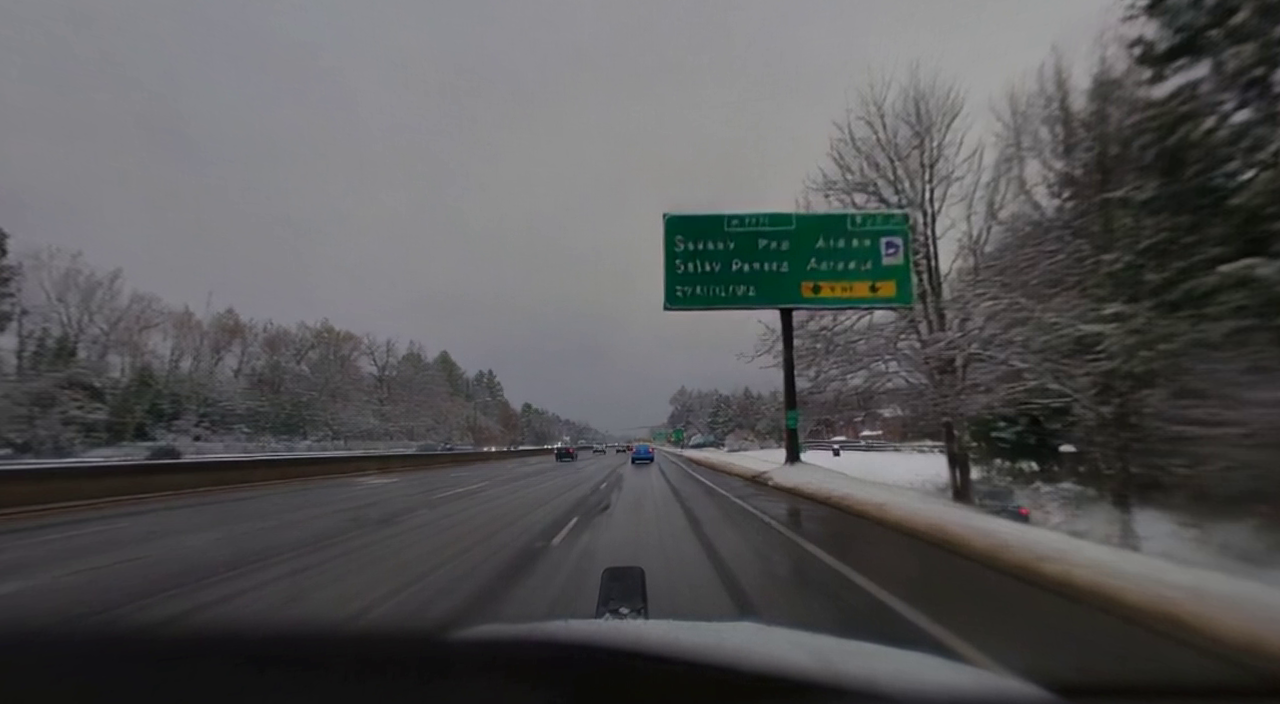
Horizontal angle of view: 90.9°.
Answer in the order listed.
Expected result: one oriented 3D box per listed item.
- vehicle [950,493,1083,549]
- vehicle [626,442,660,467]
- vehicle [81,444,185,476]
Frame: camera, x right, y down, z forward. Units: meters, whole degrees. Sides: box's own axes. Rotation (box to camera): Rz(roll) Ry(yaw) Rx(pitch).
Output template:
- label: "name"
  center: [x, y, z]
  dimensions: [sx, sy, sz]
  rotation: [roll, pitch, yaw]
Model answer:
- label: "vehicle"
  center: [18.379, 8.264, 31.300]
  dimensions: [2.599, 1.962, 5.759]
  rotation: [1, -8, -6]
- label: "vehicle"
  center: [0.211, 6.401, 39.565]
  dimensions: [2.051, 1.443, 3.770]
  rotation: [0, -8, 1]
- label: "vehicle"
  center: [-26.692, 5.654, 33.398]
  dimensions: [1.907, 1.561, 4.287]
  rotation: [0, -8, 1]
